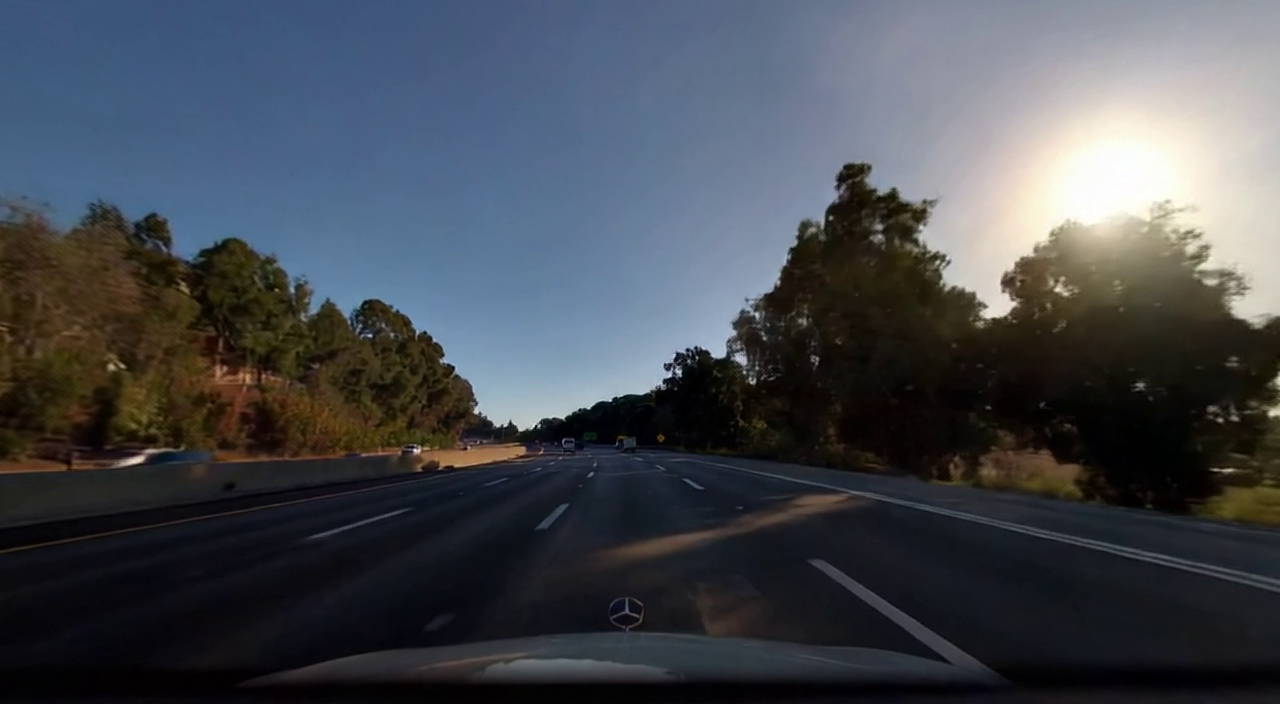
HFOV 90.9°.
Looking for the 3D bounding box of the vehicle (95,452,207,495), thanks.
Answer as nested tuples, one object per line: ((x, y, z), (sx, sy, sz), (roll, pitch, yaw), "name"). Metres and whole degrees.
((-22.255, 5.505, 28.932), (1.756, 1.461, 4.205), (3, -6, -1), "vehicle")
